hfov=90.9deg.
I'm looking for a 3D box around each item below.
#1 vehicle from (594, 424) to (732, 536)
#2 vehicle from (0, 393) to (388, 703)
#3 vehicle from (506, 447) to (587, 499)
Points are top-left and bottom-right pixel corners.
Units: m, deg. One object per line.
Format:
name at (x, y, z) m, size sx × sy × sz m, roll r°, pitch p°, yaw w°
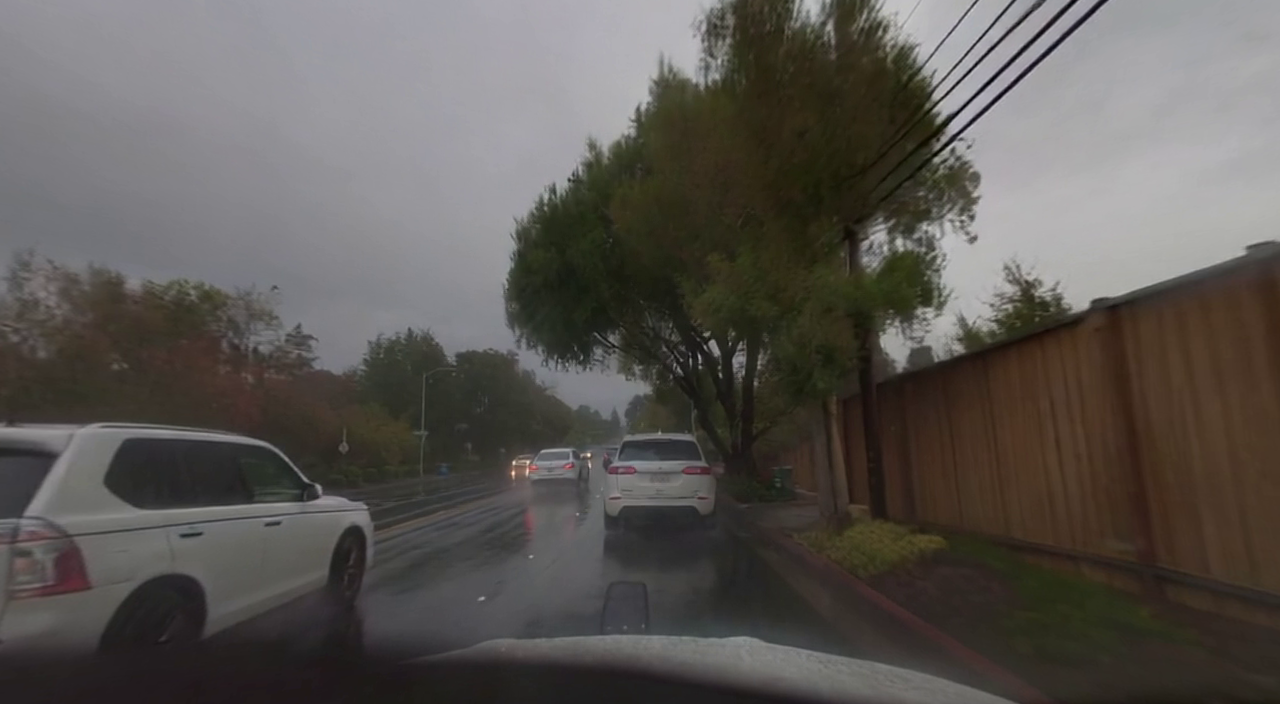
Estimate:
vehicle at (0.385, 2.345, 12.120) m, size 2.174 × 1.749 × 4.113 m, roll 0°, pitch -9°, yaw 1°
vehicle at (-3.344, 1.129, 3.538) m, size 2.033 × 1.574 × 4.132 m, roll 0°, pitch -9°, yaw 2°
vehicle at (-2.934, 3.891, 20.692) m, size 1.979 × 1.489 × 4.006 m, roll 0°, pitch -9°, yaw 1°
